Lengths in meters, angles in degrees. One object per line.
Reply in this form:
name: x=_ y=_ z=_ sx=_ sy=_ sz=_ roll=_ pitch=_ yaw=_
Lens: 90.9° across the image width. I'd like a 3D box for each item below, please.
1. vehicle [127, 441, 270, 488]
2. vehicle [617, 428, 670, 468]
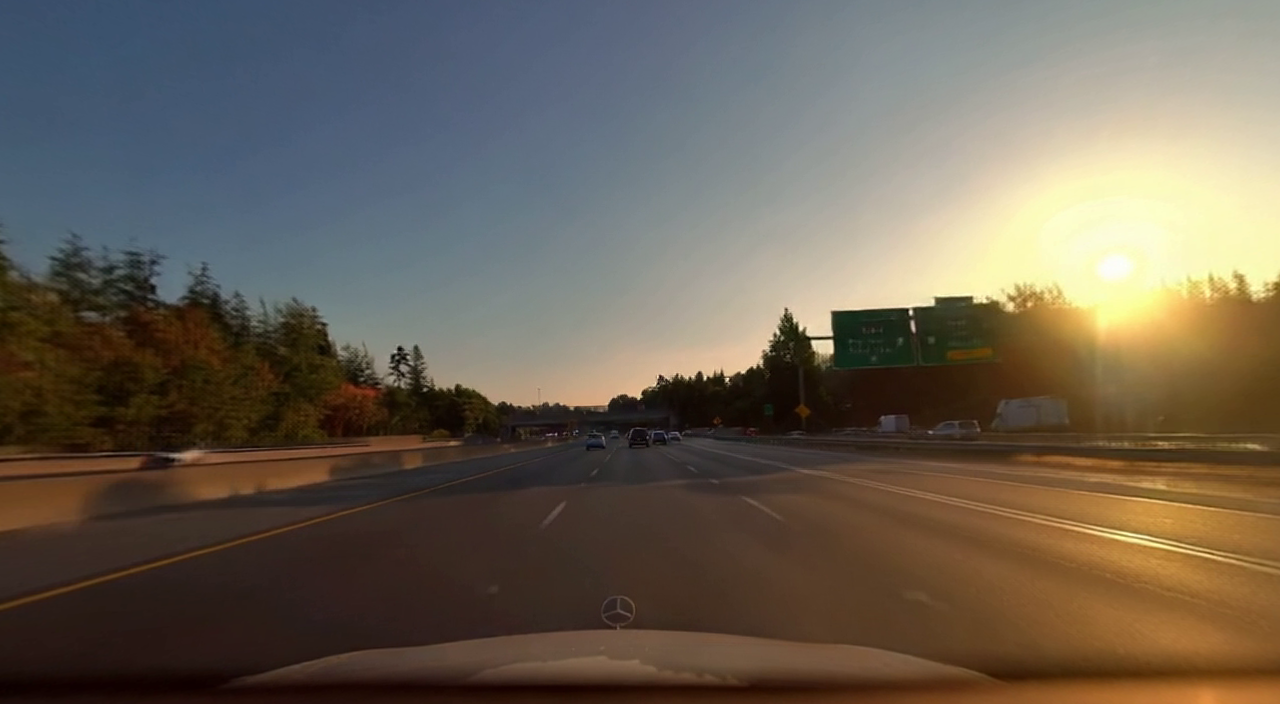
vehicle: x=-15.462 y=3.915 z=22.455 sx=1.904 sy=1.480 sz=4.520 roll=0 pitch=-8 yaw=-1
vehicle: x=0.072 y=4.037 z=26.611 sx=2.086 sy=1.554 sz=3.875 roll=0 pitch=-8 yaw=-2
